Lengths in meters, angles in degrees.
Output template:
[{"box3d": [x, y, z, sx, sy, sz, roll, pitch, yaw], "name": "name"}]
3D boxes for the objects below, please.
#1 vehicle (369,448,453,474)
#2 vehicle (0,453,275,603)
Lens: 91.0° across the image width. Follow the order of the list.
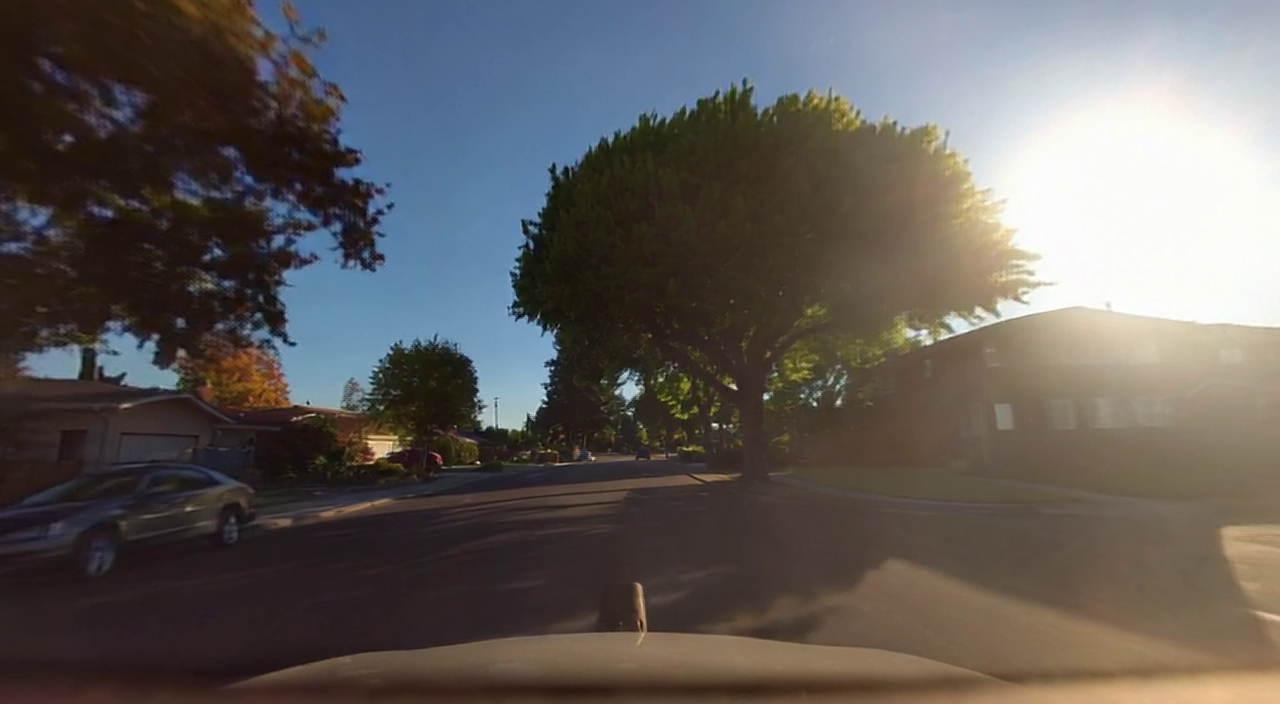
[{"box3d": [-15.379, 7.344, 42.424, 4.850, 1.676, 1.920, 0, -9, 2], "name": "vehicle"}, {"box3d": [-7.236, 2.224, 8.671, 1.938, 1.499, 4.290, -3, -9, -1], "name": "vehicle"}]
